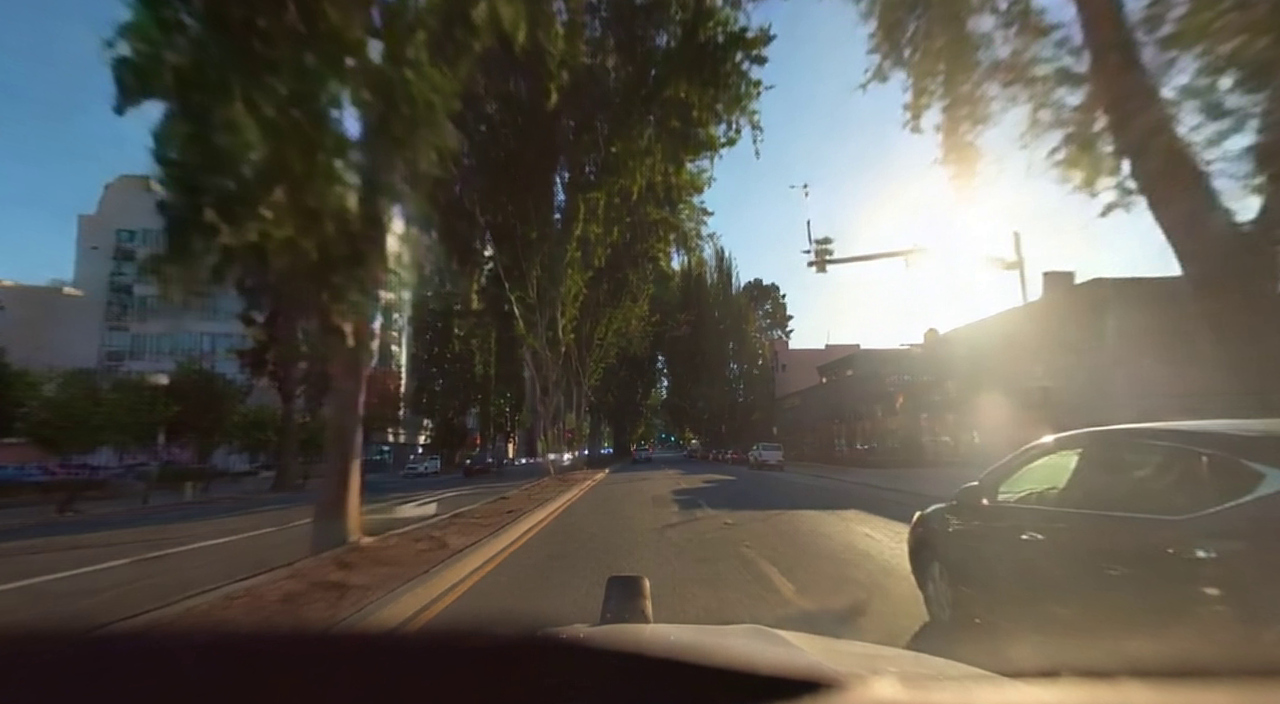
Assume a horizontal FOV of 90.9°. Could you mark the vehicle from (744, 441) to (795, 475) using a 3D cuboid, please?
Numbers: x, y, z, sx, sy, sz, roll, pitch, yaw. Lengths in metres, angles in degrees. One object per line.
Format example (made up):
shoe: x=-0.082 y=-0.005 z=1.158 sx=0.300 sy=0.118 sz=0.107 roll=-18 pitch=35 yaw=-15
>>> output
vehicle: x=7.550 y=6.199 z=37.176 sx=2.050 sy=1.838 sz=4.535 roll=0 pitch=-9 yaw=0

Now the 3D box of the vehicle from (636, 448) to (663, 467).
vehicle: x=0.674 y=7.810 z=46.858 sx=1.945 sy=1.343 sz=3.827 roll=0 pitch=-8 yaw=0

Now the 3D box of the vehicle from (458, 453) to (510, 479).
vehicle: x=-8.408 y=6.152 z=34.282 sx=1.748 sy=1.278 sz=4.300 roll=0 pitch=-9 yaw=0

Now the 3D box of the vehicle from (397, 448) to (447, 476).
vehicle: x=-15.860 y=8.017 z=46.094 sx=1.972 sy=1.898 sz=4.556 roll=0 pitch=-9 yaw=0

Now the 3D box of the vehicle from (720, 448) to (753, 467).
vehicle: x=7.563 y=8.314 z=49.823 sx=1.874 sy=1.438 sz=4.466 roll=0 pitch=-9 yaw=0

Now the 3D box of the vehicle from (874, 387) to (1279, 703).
vehicle: x=2.956 y=1.045 z=3.160 sx=1.989 sy=1.498 sz=4.050 roll=0 pitch=-9 yaw=0
